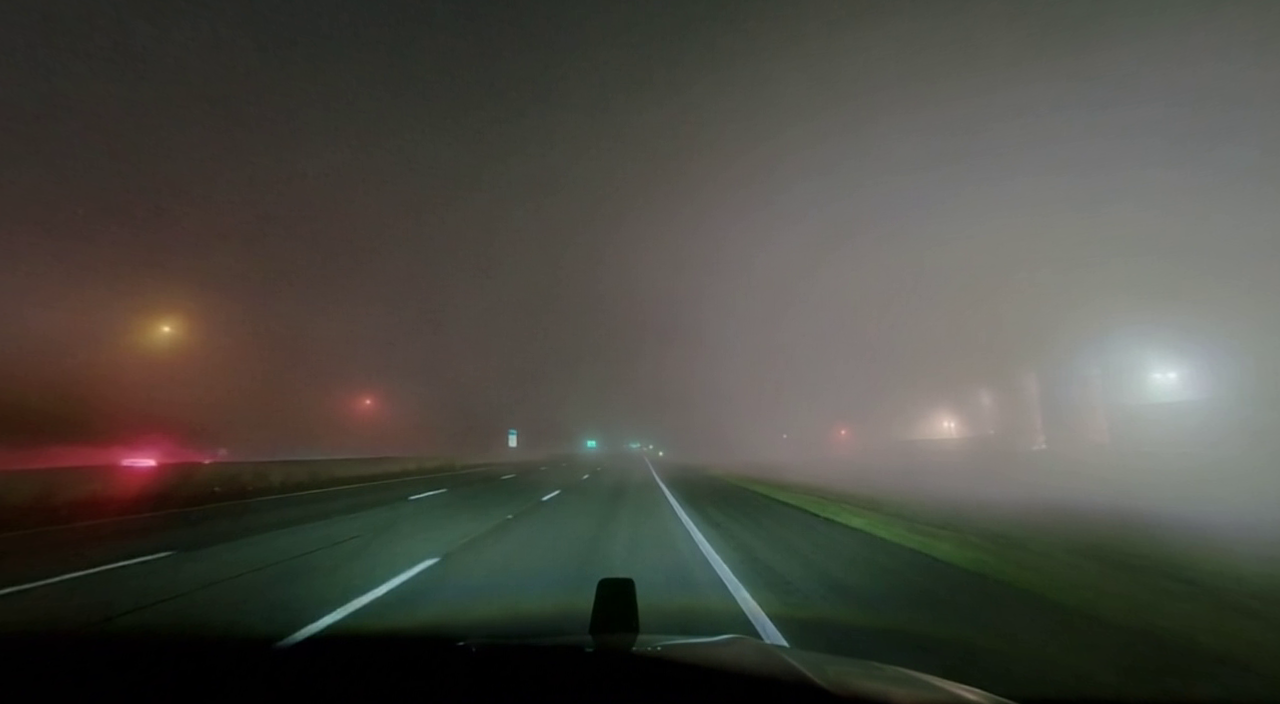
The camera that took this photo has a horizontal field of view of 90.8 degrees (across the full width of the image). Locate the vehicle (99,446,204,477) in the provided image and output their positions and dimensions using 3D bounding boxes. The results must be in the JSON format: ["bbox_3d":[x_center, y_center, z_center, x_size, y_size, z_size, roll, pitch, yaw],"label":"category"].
[{"bbox_3d":[-26.631,5.960,34.675,1.923,1.563,4.762,0,-9,1],"label":"vehicle"}]
